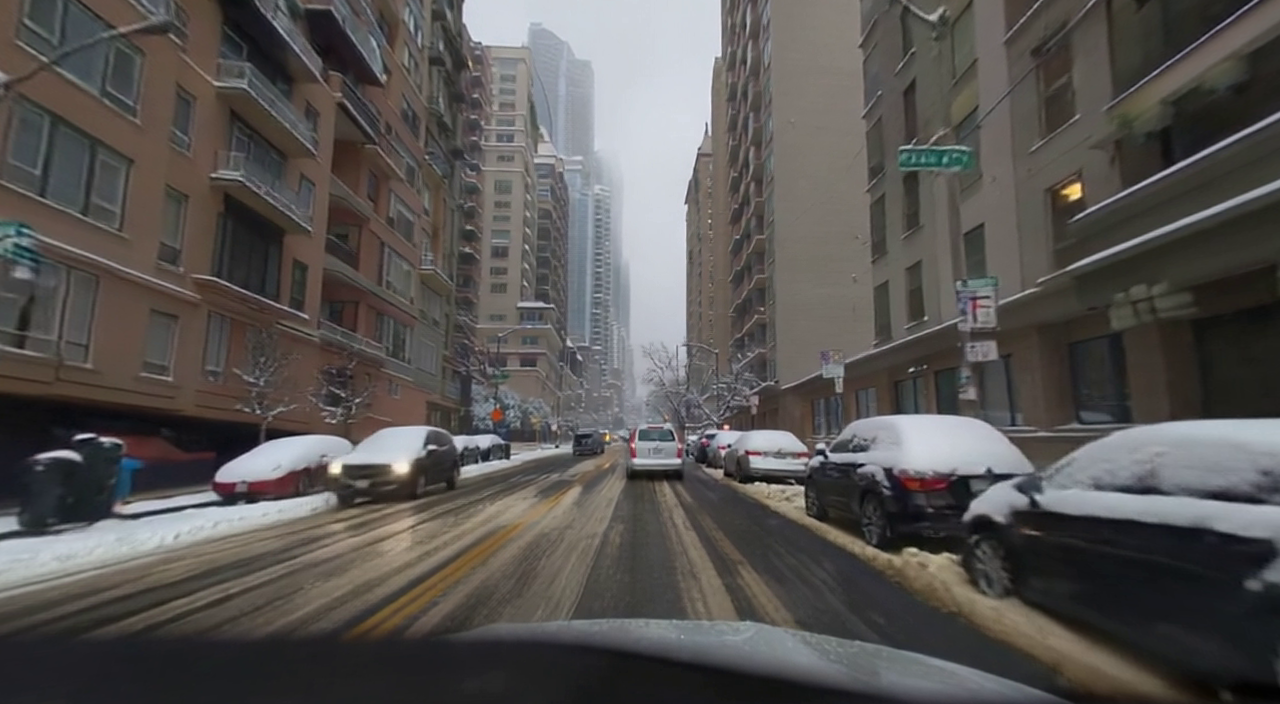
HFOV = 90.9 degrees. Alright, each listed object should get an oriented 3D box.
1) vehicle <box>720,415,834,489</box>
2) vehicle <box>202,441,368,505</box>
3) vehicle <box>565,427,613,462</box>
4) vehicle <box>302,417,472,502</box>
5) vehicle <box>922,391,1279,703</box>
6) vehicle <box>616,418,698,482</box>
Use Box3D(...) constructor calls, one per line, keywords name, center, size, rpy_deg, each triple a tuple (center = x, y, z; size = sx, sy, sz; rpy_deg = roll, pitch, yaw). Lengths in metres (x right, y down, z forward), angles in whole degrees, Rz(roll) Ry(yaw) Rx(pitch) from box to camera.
Box3D(name="vehicle", center=(3.674, 2.814, 17.920), size=(2.158, 1.828, 4.573), rpy_deg=(0, -8, -1))
Box3D(name="vehicle", center=(-9.289, 3.158, 17.007), size=(2.021, 1.474, 4.337), rpy_deg=(0, -8, -1))
Box3D(name="vehicle", center=(-2.681, 5.015, 34.044), size=(2.219, 1.746, 4.197), rpy_deg=(0, -8, 0))
Box3D(name="vehicle", center=(-6.211, 2.725, 16.320), size=(2.345, 1.831, 4.828), rpy_deg=(0, -8, 1))
Box3D(name="vehicle", center=(3.562, 1.047, 3.524), size=(2.033, 1.470, 4.502), rpy_deg=(-1, -8, 3))
Box3D(name="vehicle", center=(0.486, 3.021, 19.501), size=(2.261, 1.740, 4.065), rpy_deg=(0, -8, 1))
